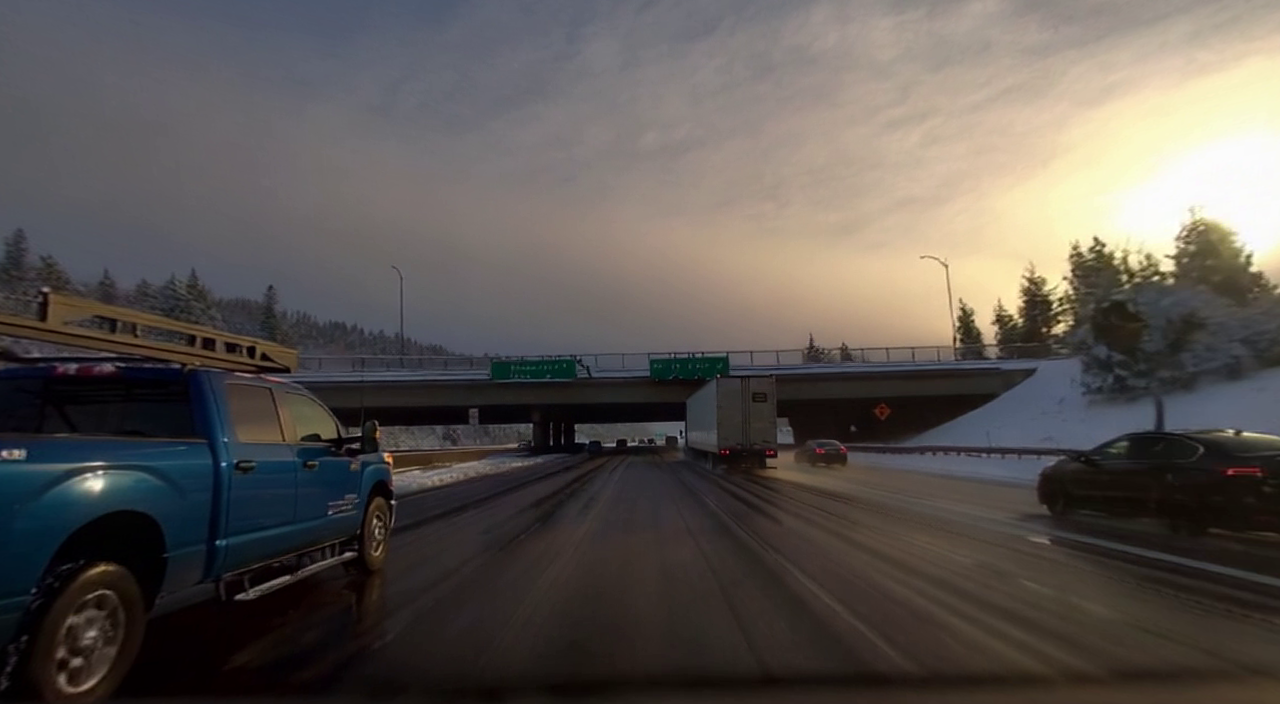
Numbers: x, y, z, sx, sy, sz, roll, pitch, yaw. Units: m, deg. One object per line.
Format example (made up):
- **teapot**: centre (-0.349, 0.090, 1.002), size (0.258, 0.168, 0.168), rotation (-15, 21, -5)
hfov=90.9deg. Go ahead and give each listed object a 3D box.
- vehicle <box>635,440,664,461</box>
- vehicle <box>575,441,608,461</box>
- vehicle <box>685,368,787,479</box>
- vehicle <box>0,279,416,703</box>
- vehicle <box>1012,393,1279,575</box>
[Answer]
- **vehicle**: centre (0.654, 7.369, 47.306), size (2.092, 1.446, 4.092), rotation (0, -8, 0)
- **vehicle**: centre (-3.517, 7.264, 46.385), size (2.077, 1.446, 4.106), rotation (0, -8, 0)
- **vehicle**: centre (3.967, 3.557, 29.595), size (2.885, 4.036, 12.891), rotation (0, -8, 0)
- **vehicle**: centre (-3.975, 0.974, 4.244), size (2.599, 2.054, 6.288), rotation (0, -8, 0)
- **vehicle**: centre (7.050, 1.526, 7.844), size (1.999, 1.700, 4.640), rotation (0, -8, 0)
